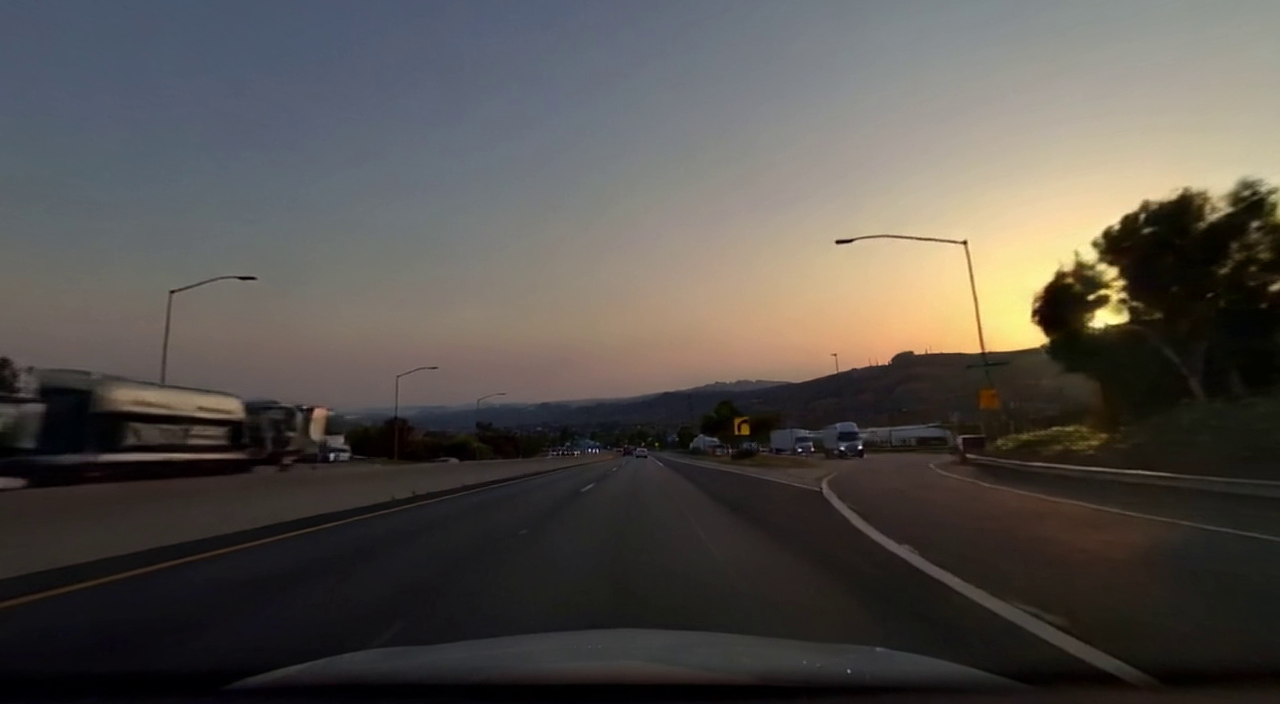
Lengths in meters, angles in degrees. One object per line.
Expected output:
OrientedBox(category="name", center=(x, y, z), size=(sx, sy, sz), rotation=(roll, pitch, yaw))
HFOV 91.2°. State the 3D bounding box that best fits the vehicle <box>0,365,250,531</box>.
OrientedBox(category="vehicle", center=(-16.335, 2.861, 18.481), size=(3.035, 3.814, 9.987), rotation=(-1, -9, 1))
